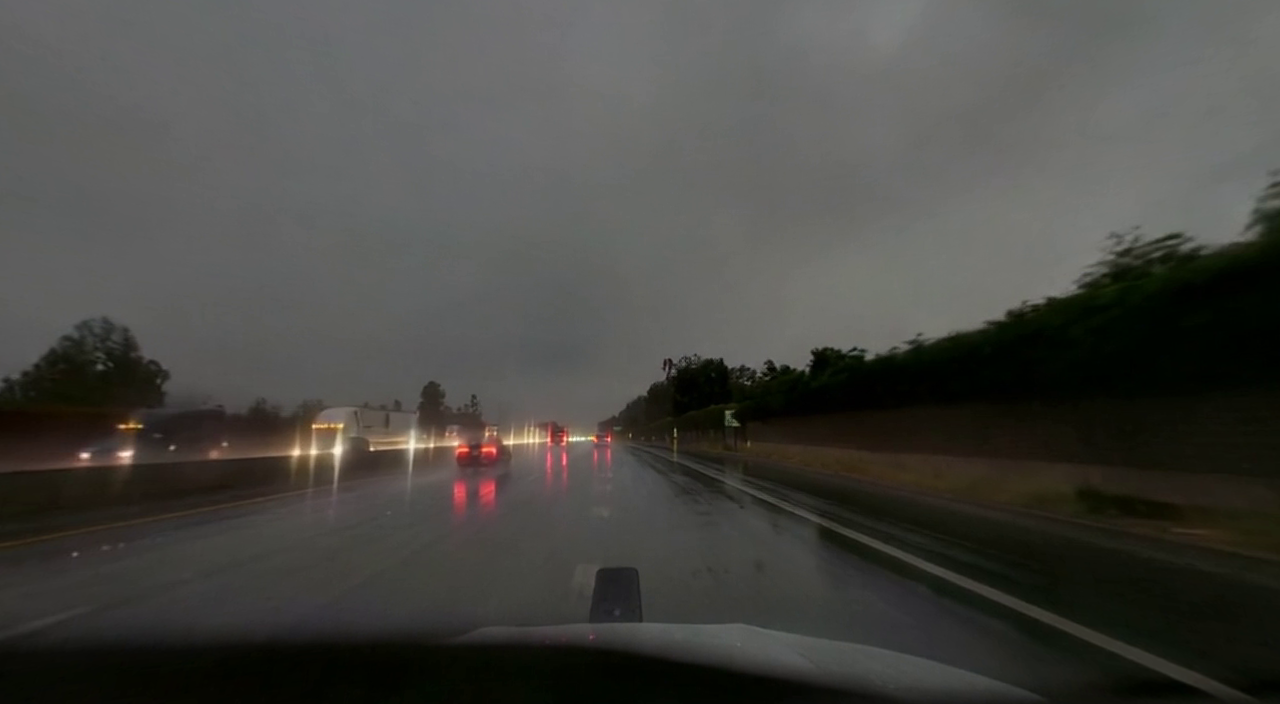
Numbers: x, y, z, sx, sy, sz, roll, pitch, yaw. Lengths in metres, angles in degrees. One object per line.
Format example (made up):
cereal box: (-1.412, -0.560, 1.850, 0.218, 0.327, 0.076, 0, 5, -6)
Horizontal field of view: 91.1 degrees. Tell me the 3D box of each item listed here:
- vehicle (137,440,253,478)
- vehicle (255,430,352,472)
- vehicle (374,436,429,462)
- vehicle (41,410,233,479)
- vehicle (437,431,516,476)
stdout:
vehicle: (-18.795, 4.513, 26.836, 1.858, 1.457, 4.357, 0, -8, -1)
vehicle: (-14.487, 4.268, 27.358, 2.048, 1.676, 3.910, 0, -8, -1)
vehicle: (-14.528, 5.904, 38.475, 1.944, 1.476, 3.686, 0, -8, 0)
vehicle: (-22.570, 4.209, 28.901, 3.016, 2.733, 7.070, 0, -8, -1)
vehicle: (-6.182, 3.874, 24.338, 1.953, 1.550, 4.167, 0, -8, 0)
